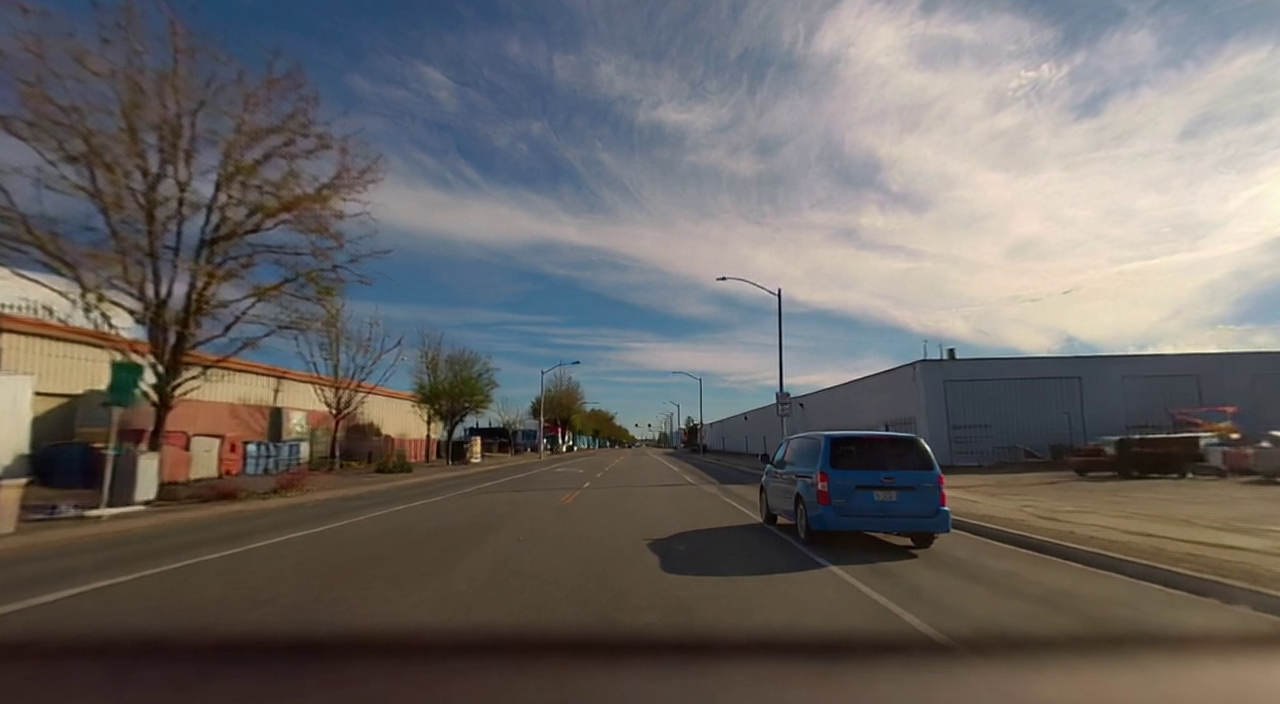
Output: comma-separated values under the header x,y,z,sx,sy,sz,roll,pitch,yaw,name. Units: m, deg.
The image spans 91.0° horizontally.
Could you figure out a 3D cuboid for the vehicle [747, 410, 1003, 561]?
x,y,z,sx,sy,sz,roll,pitch,yaw,name
3.296,1.987,10.178,2.202,1.822,4.826,0,-8,-1,vehicle
